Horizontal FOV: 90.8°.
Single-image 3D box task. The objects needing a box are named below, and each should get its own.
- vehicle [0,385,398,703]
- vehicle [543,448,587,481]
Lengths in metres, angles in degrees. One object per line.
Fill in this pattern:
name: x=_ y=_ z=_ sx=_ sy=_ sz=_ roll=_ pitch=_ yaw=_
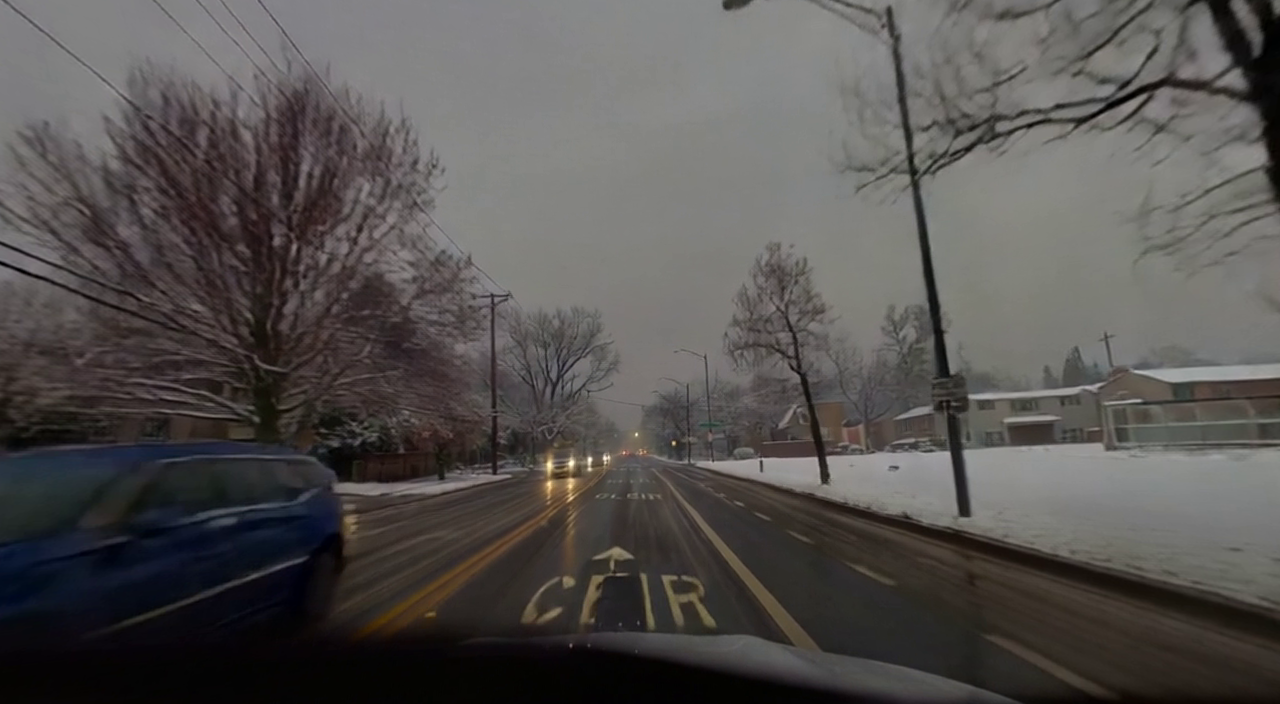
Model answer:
vehicle: x=-3.529 y=1.268 z=4.323 sx=2.090 sy=1.689 sz=4.232 roll=0 pitch=-9 yaw=-1
vehicle: x=-4.355 y=6.550 z=37.125 sx=2.055 sy=1.757 sz=4.494 roll=0 pitch=-9 yaw=0
